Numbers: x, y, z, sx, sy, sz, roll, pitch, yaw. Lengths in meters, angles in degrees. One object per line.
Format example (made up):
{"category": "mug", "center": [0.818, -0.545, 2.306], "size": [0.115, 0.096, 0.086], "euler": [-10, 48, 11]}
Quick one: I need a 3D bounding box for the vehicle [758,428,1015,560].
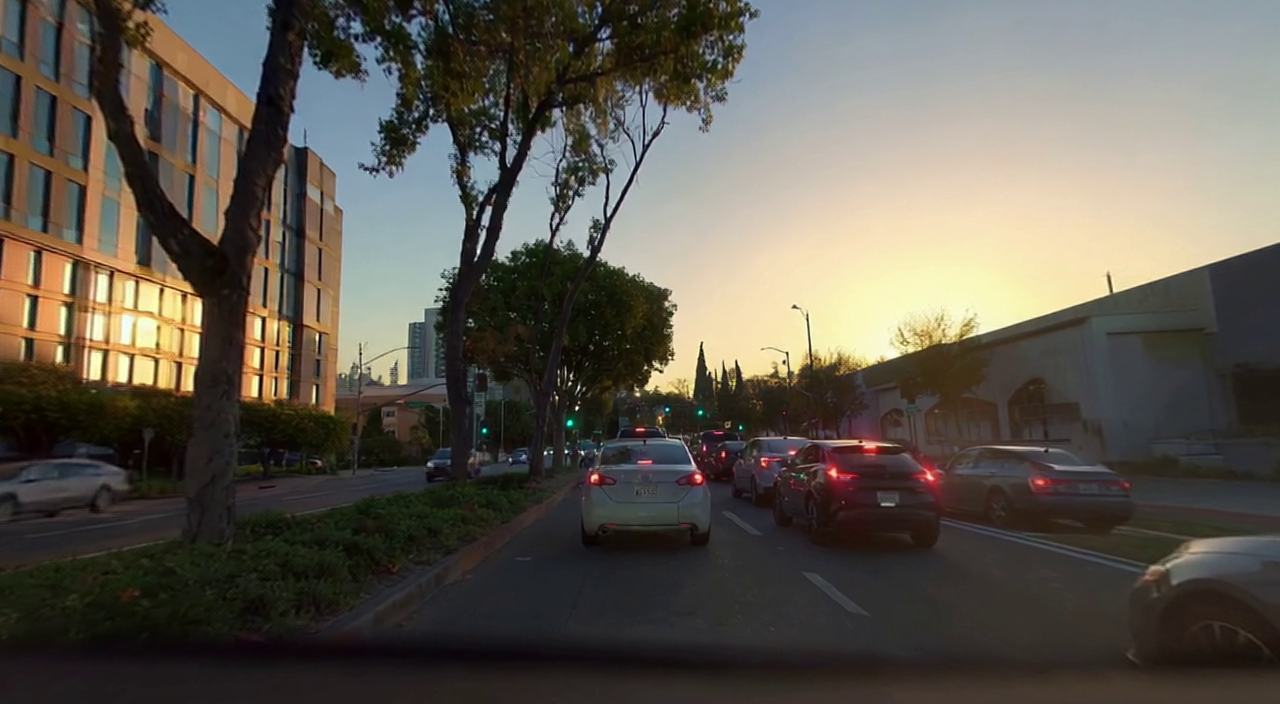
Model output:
{"category": "vehicle", "center": [3.258, 1.961, 9.548], "size": [1.995, 1.483, 4.533], "euler": [0, -8, -1]}

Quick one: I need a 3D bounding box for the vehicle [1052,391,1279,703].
{"category": "vehicle", "center": [3.218, 0.709, 1.014], "size": [1.982, 1.491, 4.664], "euler": [0, -8, 0]}

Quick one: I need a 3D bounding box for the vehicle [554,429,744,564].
{"category": "vehicle", "center": [0.061, 1.906, 9.126], "size": [2.105, 1.474, 4.127], "euler": [0, -8, -1]}

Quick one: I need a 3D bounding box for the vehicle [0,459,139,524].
{"category": "vehicle", "center": [-16.115, 3.634, 16.815], "size": [1.848, 1.447, 4.501], "euler": [0, -8, 0]}

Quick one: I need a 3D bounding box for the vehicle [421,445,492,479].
{"category": "vehicle", "center": [-9.100, 5.454, 31.729], "size": [2.000, 1.519, 4.964], "euler": [0, -8, 1]}
